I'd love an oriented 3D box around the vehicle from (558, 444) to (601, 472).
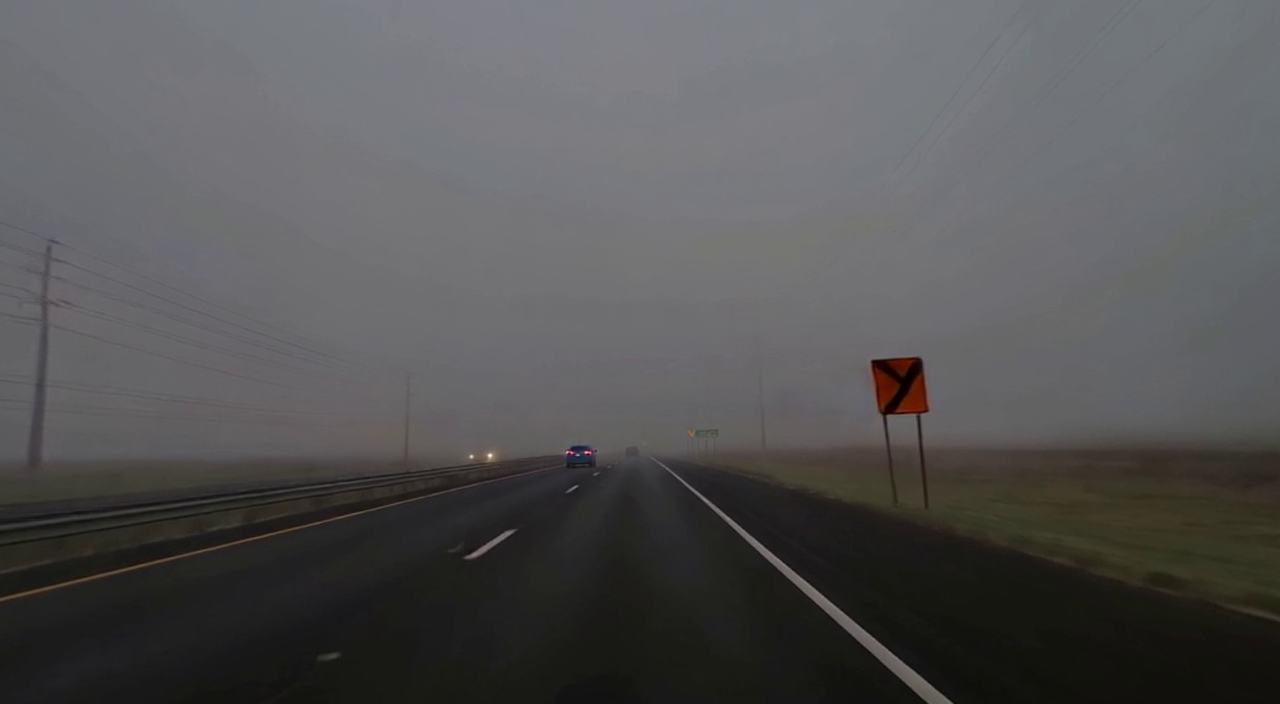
[{"bbox_3d":[-3.586,6.389,38.098,2.106,1.543,4.465,0,-9,1],"label":"vehicle"}]
